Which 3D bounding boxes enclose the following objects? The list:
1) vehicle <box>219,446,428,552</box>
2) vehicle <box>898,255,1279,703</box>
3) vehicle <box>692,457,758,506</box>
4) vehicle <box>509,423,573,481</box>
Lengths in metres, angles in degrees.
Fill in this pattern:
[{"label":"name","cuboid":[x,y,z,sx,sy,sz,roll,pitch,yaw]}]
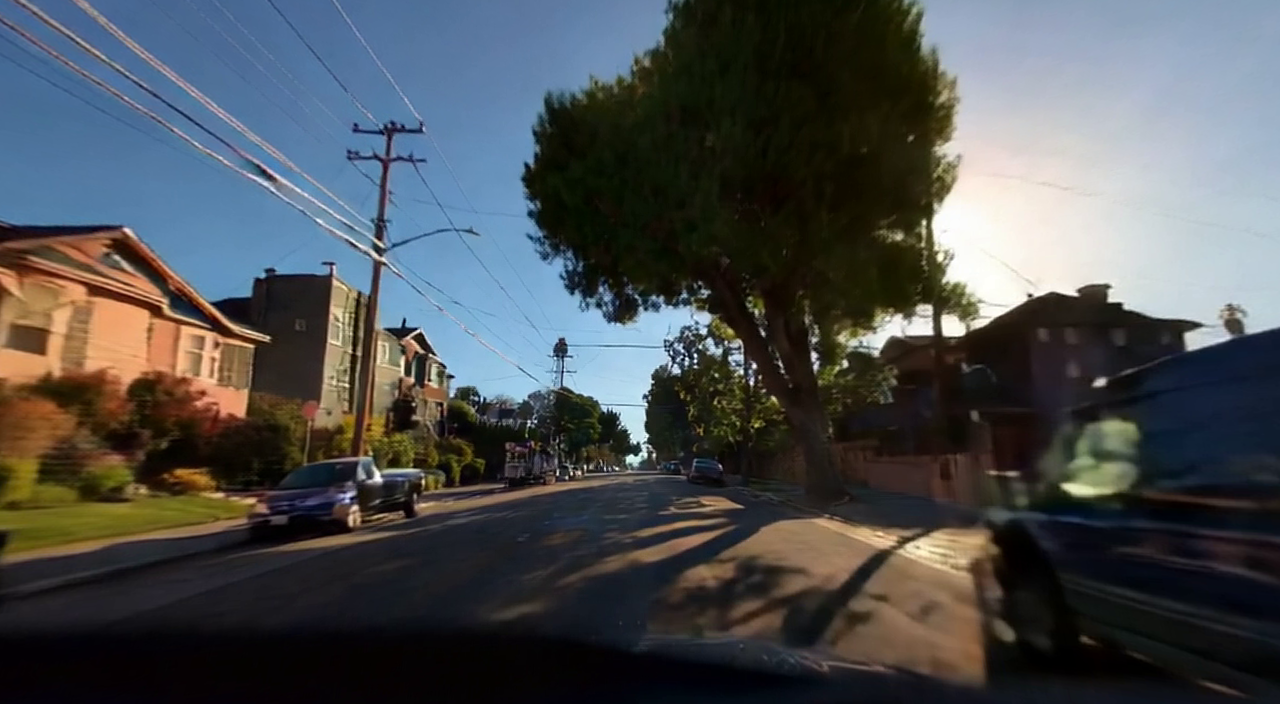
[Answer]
[{"label":"vehicle","cuboid":[-6.486,2.994,13.698,2.057,1.632,4.730,-1,-6,1]},{"label":"vehicle","cuboid":[3.195,0.726,2.542,2.145,1.935,5.054,0,-8,0]},{"label":"vehicle","cuboid":[3.304,5.132,25.379,2.010,1.661,4.615,0,-8,0]},{"label":"vehicle","cuboid":[-6.652,6.974,43.481,3.115,3.562,7.695,-2,-10,1]}]
